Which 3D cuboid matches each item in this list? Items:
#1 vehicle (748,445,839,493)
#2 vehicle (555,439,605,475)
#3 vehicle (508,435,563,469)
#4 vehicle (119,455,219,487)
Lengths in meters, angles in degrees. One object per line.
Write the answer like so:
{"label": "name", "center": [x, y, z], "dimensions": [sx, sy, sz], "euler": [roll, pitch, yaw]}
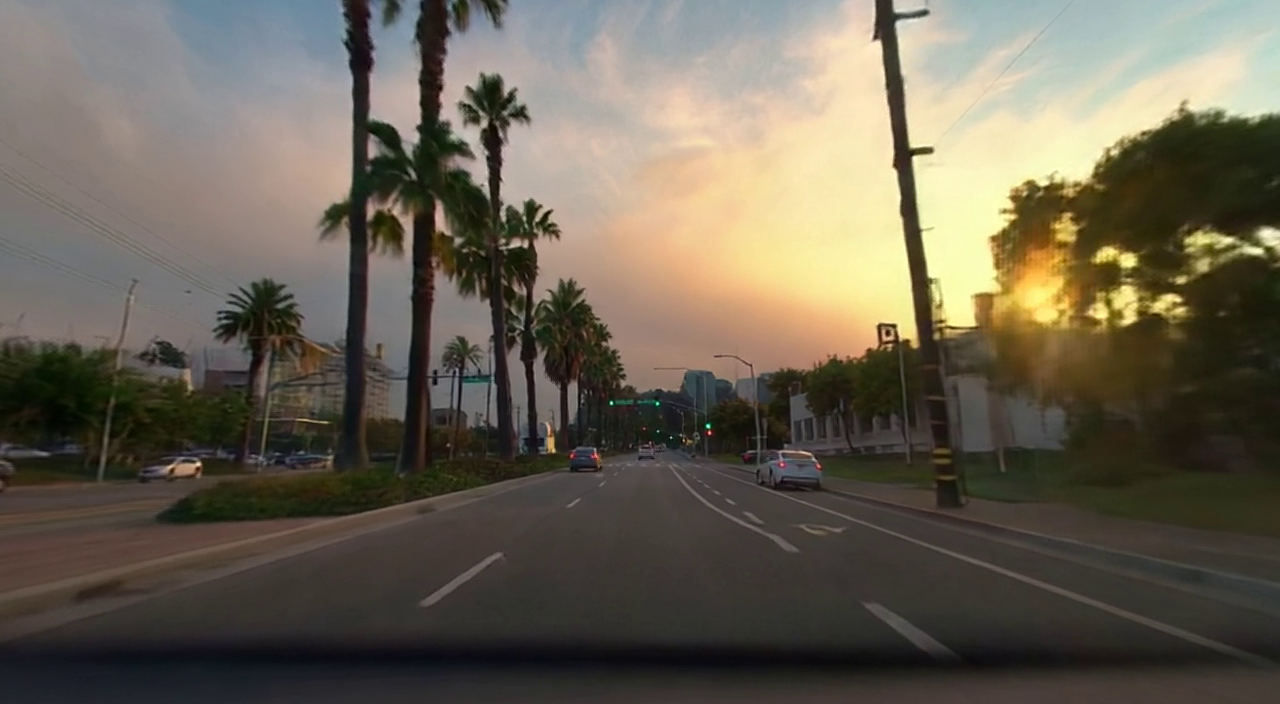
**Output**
{"label": "vehicle", "center": [5.220, 4.028, 22.024], "dimensions": [1.994, 1.507, 4.173], "euler": [1, -9, -2]}
{"label": "vehicle", "center": [-3.218, 5.727, 34.568], "dimensions": [2.116, 1.806, 4.516], "euler": [0, -9, 2]}
{"label": "vehicle", "center": [-6.686, 6.537, 41.148], "dimensions": [2.457, 2.010, 6.330], "euler": [0, -9, 1]}
{"label": "vehicle", "center": [-25.348, 6.392, 34.105], "dimensions": [1.838, 1.516, 4.484], "euler": [0, -9, 1]}
